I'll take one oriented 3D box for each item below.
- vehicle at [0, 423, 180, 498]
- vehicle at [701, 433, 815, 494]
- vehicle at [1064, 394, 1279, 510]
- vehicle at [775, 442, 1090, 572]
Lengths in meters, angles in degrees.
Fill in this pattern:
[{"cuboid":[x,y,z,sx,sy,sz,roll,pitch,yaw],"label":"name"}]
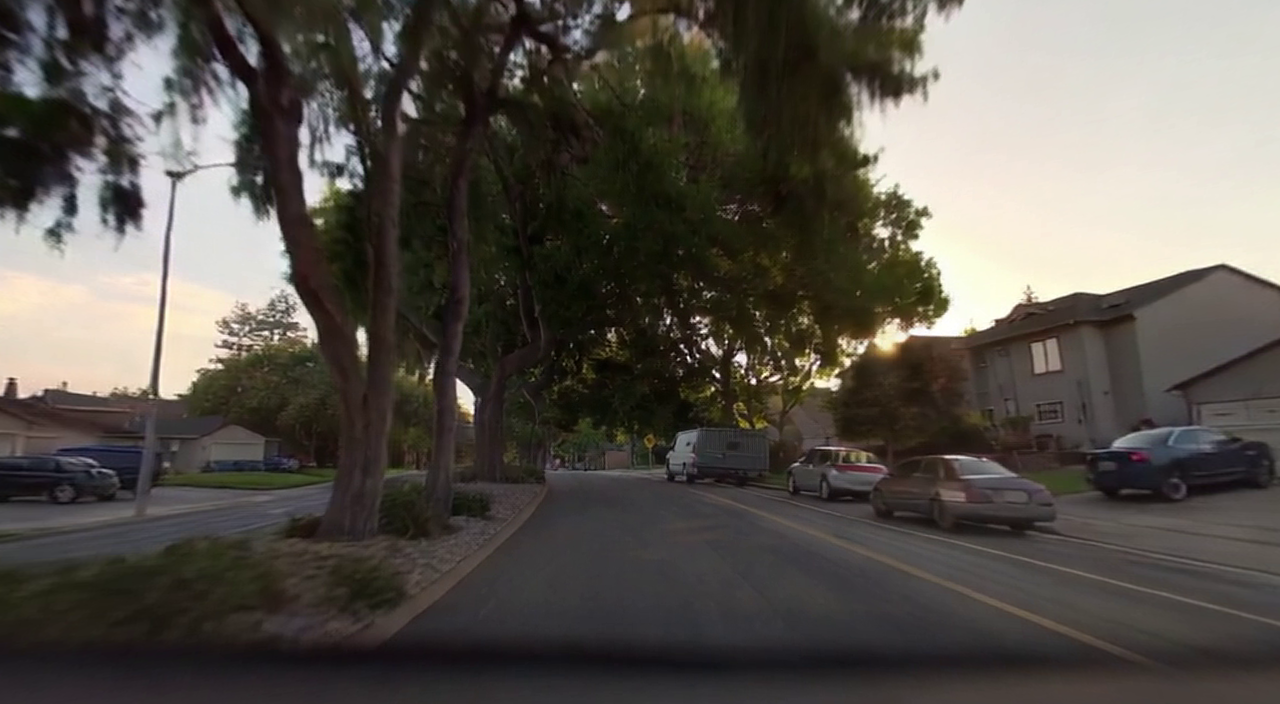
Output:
[{"cuboid":[-19.574,3.667,21.490,5.680,2.354,2.326,1,-10,-12],"label":"vehicle"},{"cuboid":[4.449,4.381,25.407,2.670,2.085,6.775,1,-9,-5],"label":"vehicle"},{"cuboid":[14.420,2.347,14.793,6.635,2.414,2.896,-2,-11,6],"label":"vehicle"},{"cuboid":[4.591,2.467,11.163,2.713,1.671,4.939,1,-8,-8],"label":"vehicle"}]
